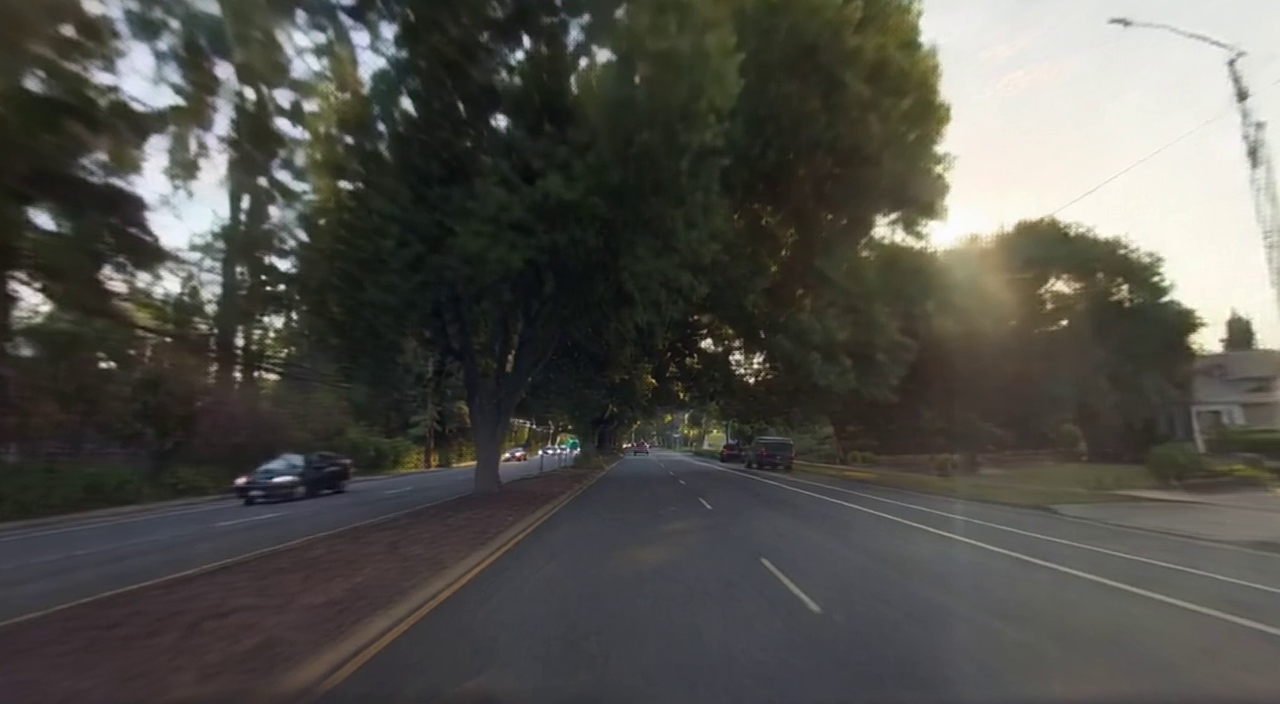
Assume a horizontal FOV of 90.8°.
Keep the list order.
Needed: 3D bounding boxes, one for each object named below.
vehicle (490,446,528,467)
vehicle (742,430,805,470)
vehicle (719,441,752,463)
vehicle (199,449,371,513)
[{"bbox_3d":[-10.010,8.045,48.660,1.958,1.524,4.314,0,-8,0],"label":"vehicle"},{"bbox_3d":[7.533,5.632,36.437,2.278,2.079,5.861,0,-8,-1],"label":"vehicle"},{"bbox_3d":[7.494,7.899,49.921,1.965,1.623,4.096,0,-9,1],"label":"vehicle"},{"bbox_3d":[-9.562,3.479,17.590,2.061,1.490,4.637,0,-8,1],"label":"vehicle"}]
